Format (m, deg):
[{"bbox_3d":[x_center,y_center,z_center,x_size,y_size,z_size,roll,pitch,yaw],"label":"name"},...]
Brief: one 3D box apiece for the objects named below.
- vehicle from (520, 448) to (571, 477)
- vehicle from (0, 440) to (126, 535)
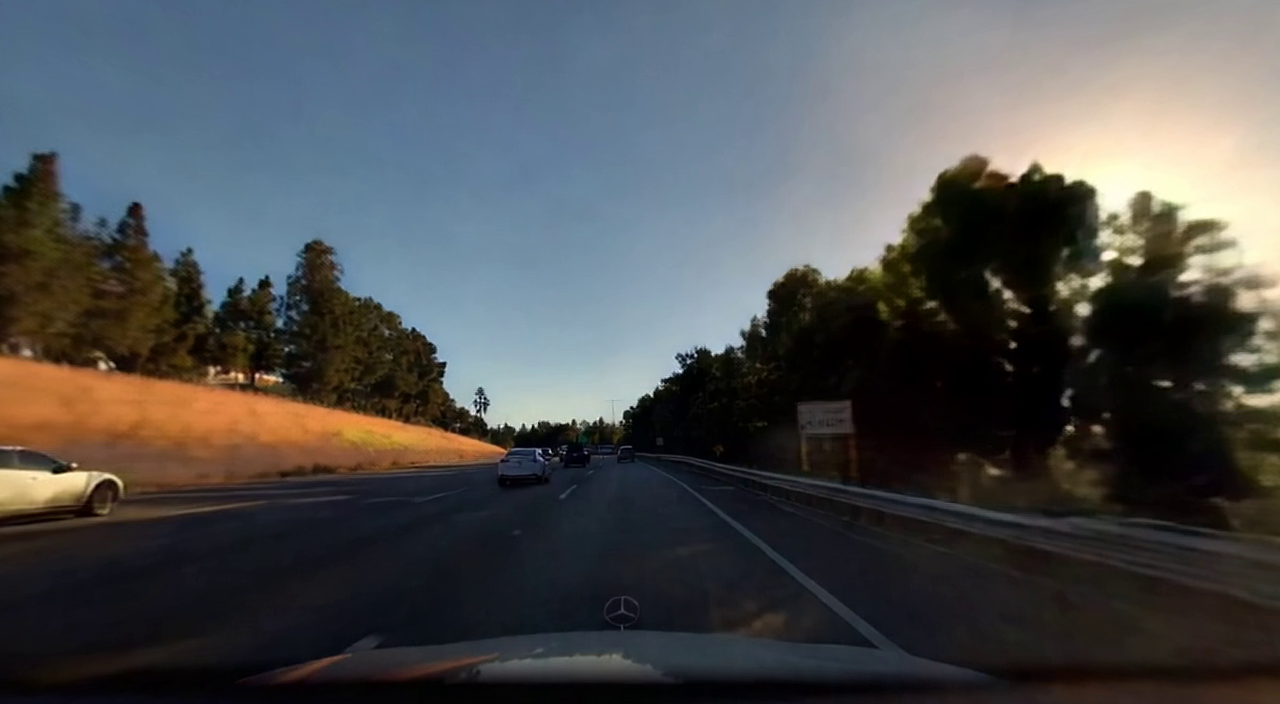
[{"bbox_3d":[-5.008,5.906,33.929,2.120,1.458,4.031,0,-9,1],"label":"vehicle"},{"bbox_3d":[-11.039,2.135,9.917,1.960,1.487,4.593,0,-9,0],"label":"vehicle"}]
